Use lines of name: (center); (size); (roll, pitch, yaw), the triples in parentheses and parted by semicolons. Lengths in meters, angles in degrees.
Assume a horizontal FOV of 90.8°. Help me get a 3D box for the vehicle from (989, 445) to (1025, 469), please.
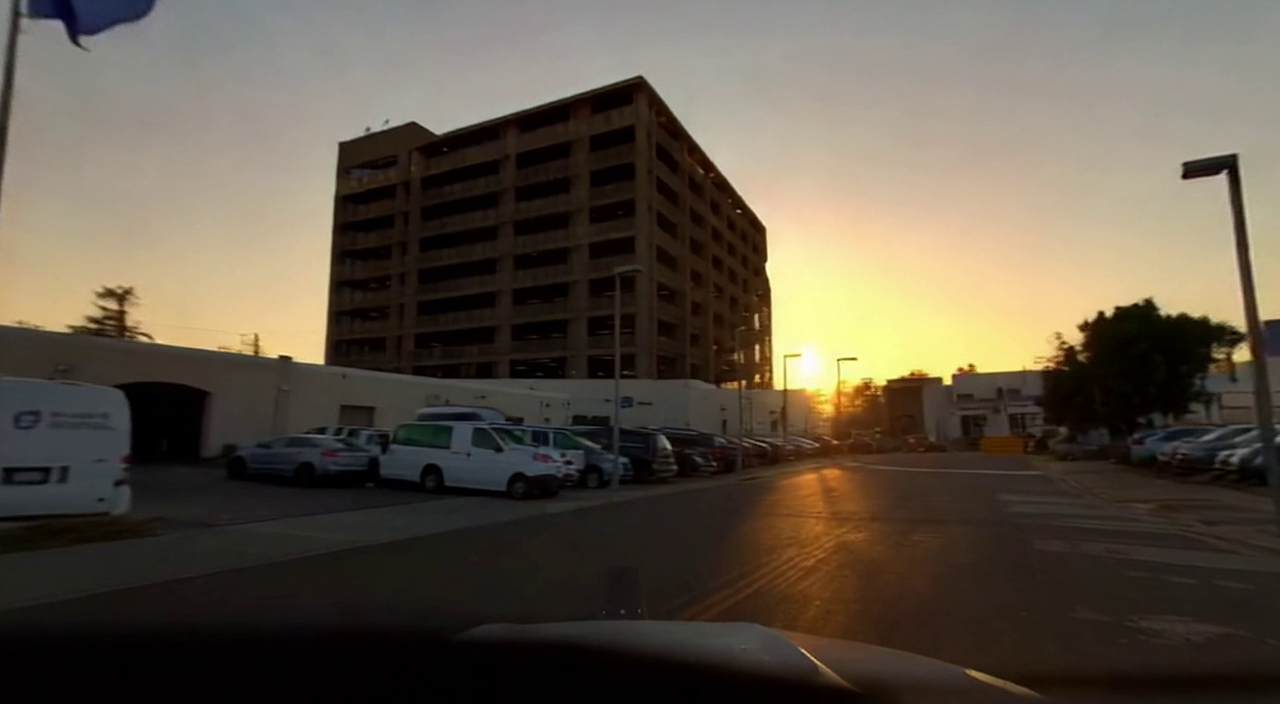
vehicle: (27.604, 7.877, 47.630); (2.026, 1.659, 4.314); (-4, -9, 26)

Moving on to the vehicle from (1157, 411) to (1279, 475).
vehicle: (23.156, 3.356, 23.432); (6.017, 2.202, 2.328); (0, -8, -5)

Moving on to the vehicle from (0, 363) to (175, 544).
vehicle: (-10.684, 1.616, 10.178); (5.986, 2.324, 2.491); (-4, -9, 26)

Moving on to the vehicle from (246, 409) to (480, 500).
vehicle: (-7.772, 2.753, 17.505); (6.632, 2.126, 2.228); (-4, -8, 28)

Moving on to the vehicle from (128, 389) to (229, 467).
vehicle: (-18.699, 3.119, 25.468); (2.399, 2.767, 5.778); (7, -11, -42)
